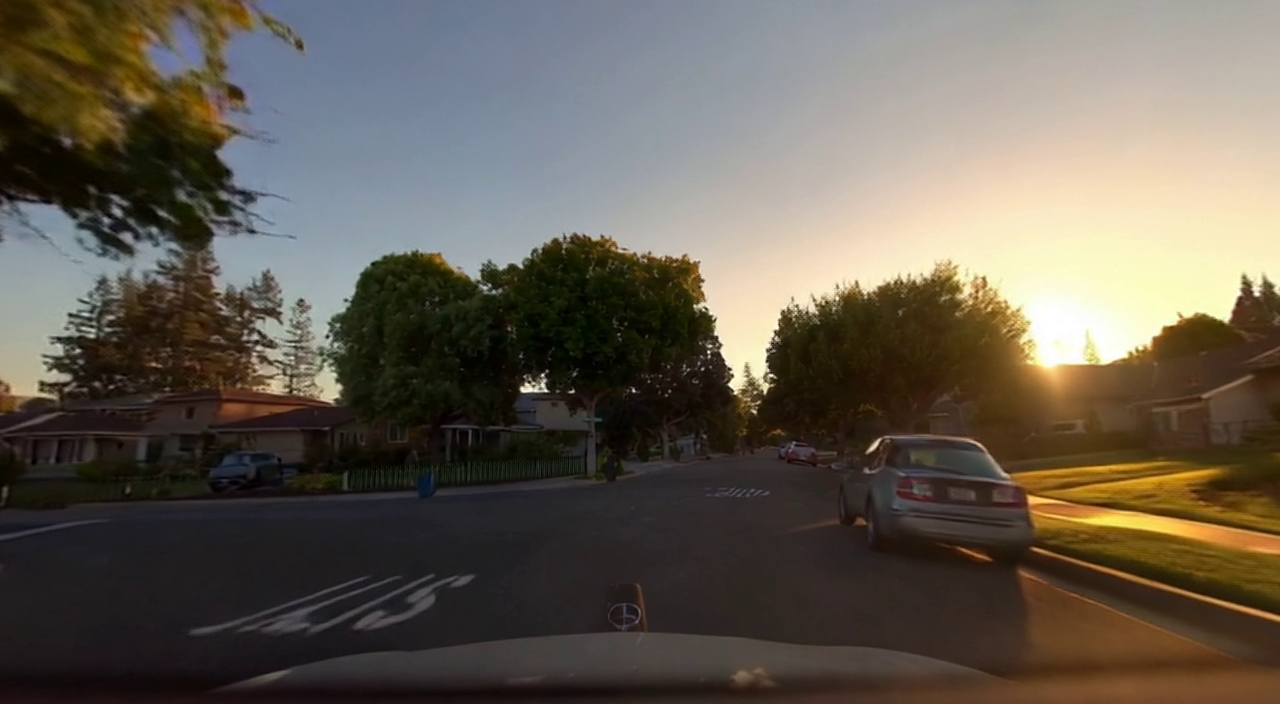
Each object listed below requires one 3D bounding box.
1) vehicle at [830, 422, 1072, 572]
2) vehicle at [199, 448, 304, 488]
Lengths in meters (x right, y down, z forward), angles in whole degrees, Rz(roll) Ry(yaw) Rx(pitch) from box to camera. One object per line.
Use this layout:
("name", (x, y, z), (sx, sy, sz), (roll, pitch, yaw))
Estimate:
("vehicle", (4.336, 2.072, 9.754), (2.053, 1.737, 4.375), (-1, -9, 9))
("vehicle", (-18.729, 5.592, 30.740), (2.021, 1.798, 4.491), (-1, -9, 3))
